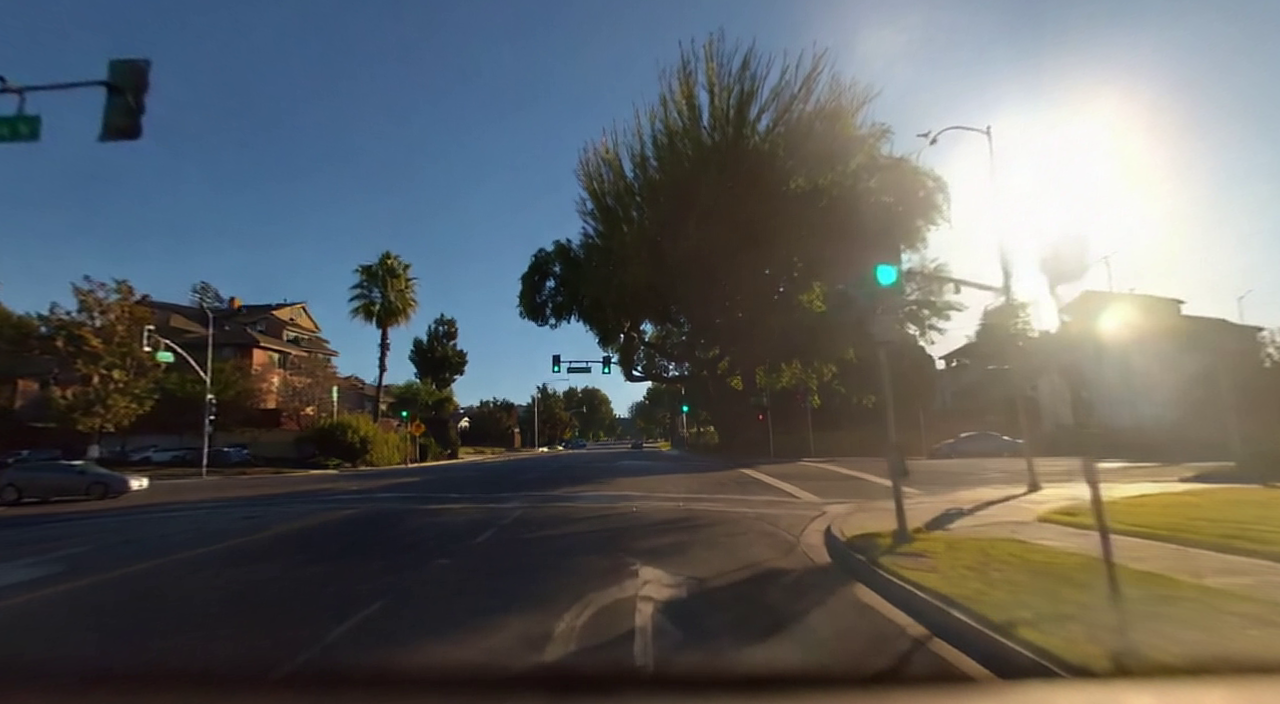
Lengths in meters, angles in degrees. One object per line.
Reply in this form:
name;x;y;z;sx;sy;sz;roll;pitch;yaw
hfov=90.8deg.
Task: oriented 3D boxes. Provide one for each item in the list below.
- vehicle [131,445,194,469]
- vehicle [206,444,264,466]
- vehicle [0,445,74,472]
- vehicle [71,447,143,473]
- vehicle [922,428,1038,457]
vehicle;-31.863;7.002;42.318;1.816;1.423;4.126;2;-8;-14
vehicle;-27.533;7.005;43.060;1.665;1.386;4.012;1;-8;-6
vehicle;-38.654;6.763;40.320;1.959;1.590;4.105;2;-8;-15
vehicle;-34.634;6.989;41.170;2.000;1.582;4.063;2;-8;-16
vehicle;17.025;4.560;31.841;4.720;1.410;1.784;-1;-8;9
